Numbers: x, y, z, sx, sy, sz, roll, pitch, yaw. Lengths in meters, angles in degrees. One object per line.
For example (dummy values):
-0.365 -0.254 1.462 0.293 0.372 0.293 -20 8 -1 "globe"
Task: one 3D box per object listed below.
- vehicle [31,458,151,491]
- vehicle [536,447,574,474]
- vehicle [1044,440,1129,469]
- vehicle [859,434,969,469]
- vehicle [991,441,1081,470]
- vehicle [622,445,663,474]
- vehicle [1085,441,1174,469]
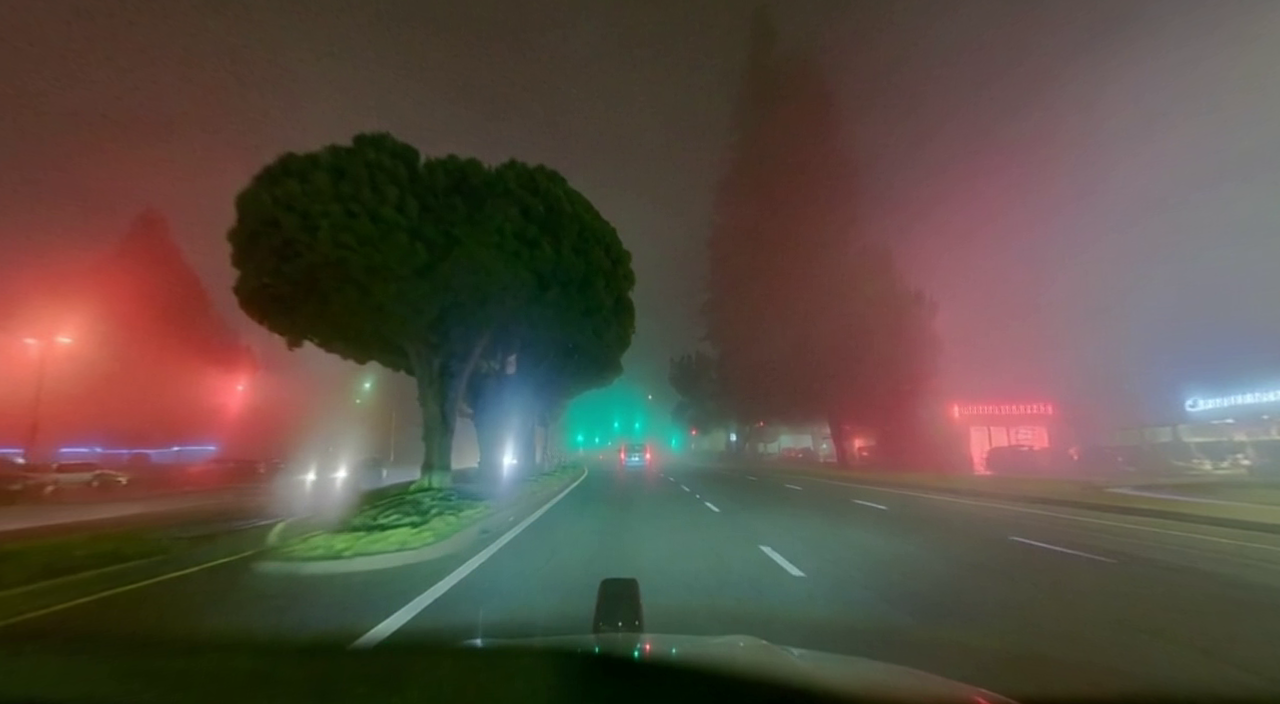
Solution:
-29.208 6.504 33.593 4.367 1.613 2.004 0 -8 -3 "vehicle"
-4.938 6.383 37.220 2.033 1.486 3.771 1 -9 -5 "vehicle"
25.776 5.951 36.481 1.883 1.524 4.065 -2 -9 0 "vehicle"
15.817 5.765 36.399 5.466 1.861 2.135 -6 -10 31 "vehicle"
22.804 5.973 36.499 1.955 1.499 4.687 -2 -8 -2 "vehicle"
0.068 5.653 33.368 1.998 1.452 3.773 0 -8 -2 "vehicle"
28.394 5.992 36.676 1.898 1.536 4.025 0 -9 0 "vehicle"
